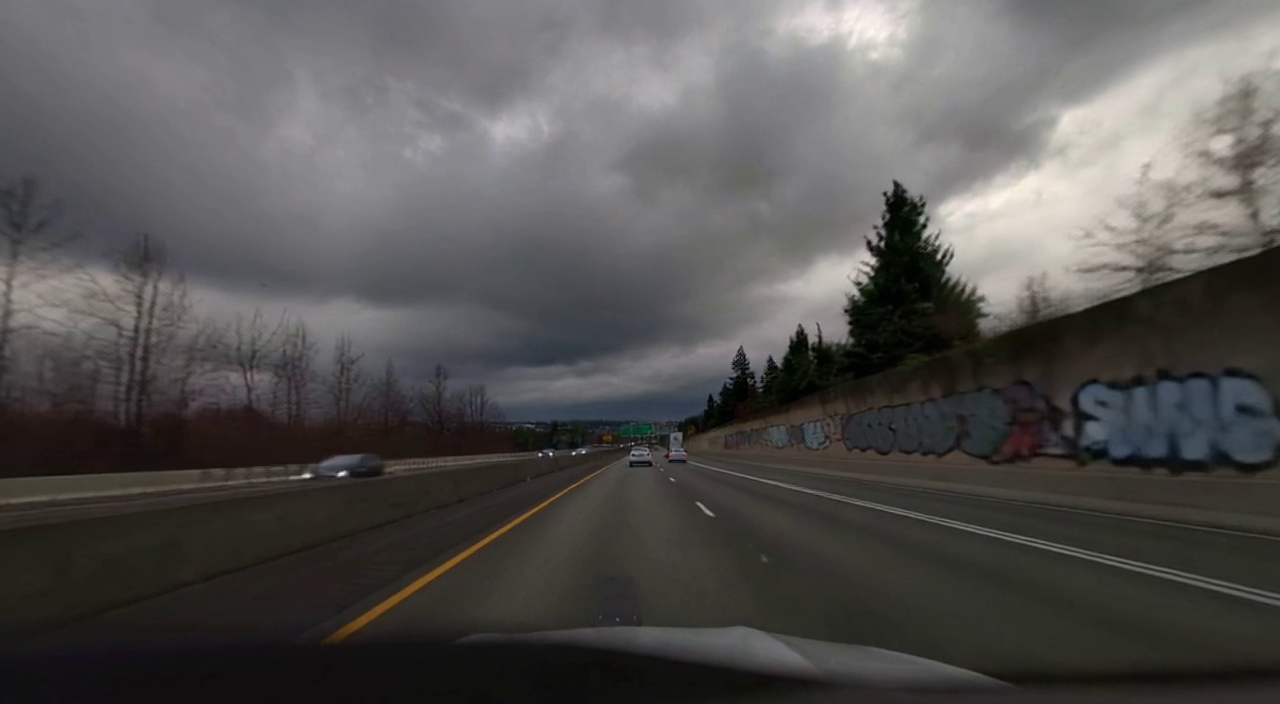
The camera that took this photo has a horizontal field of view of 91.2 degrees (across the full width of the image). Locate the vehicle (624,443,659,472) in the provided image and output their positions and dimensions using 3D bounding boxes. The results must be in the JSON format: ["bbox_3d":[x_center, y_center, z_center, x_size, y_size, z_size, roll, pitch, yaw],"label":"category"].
[{"bbox_3d":[0.076,6.606,39.290,2.095,1.671,4.219,0,-9,-1],"label":"vehicle"}]

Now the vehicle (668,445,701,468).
[{"bbox_3d":[3.450,8.151,49.024,2.303,1.614,4.154,-1,-9,0],"label":"vehicle"}]

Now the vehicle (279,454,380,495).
[{"bbox_3d":[-13.141,5.168,26.892,1.928,1.508,4.672,-1,-9,0],"label":"vehicle"}]
